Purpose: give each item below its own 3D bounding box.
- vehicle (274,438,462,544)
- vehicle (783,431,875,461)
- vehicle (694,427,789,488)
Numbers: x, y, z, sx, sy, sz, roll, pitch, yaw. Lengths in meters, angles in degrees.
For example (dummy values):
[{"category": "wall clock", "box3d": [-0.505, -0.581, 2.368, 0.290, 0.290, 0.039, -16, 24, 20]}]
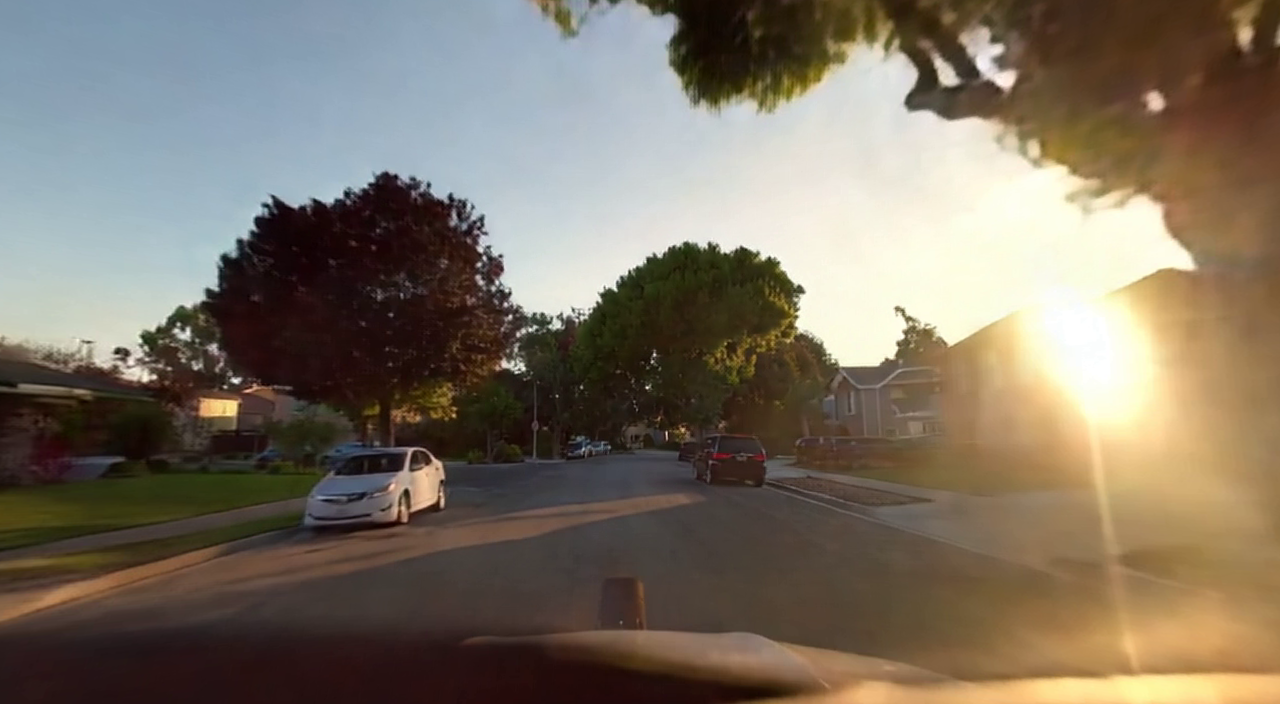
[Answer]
[{"category": "vehicle", "box3d": [-4.817, 2.439, 12.040, 1.981, 1.463, 4.631, 0, -7, -6]}, {"category": "vehicle", "box3d": [11.185, 5.588, 37.608, 4.781, 1.700, 1.914, 1, -8, -4]}, {"category": "vehicle", "box3d": [3.244, 3.517, 21.365, 2.228, 1.813, 4.901, 0, -8, -2]}]
